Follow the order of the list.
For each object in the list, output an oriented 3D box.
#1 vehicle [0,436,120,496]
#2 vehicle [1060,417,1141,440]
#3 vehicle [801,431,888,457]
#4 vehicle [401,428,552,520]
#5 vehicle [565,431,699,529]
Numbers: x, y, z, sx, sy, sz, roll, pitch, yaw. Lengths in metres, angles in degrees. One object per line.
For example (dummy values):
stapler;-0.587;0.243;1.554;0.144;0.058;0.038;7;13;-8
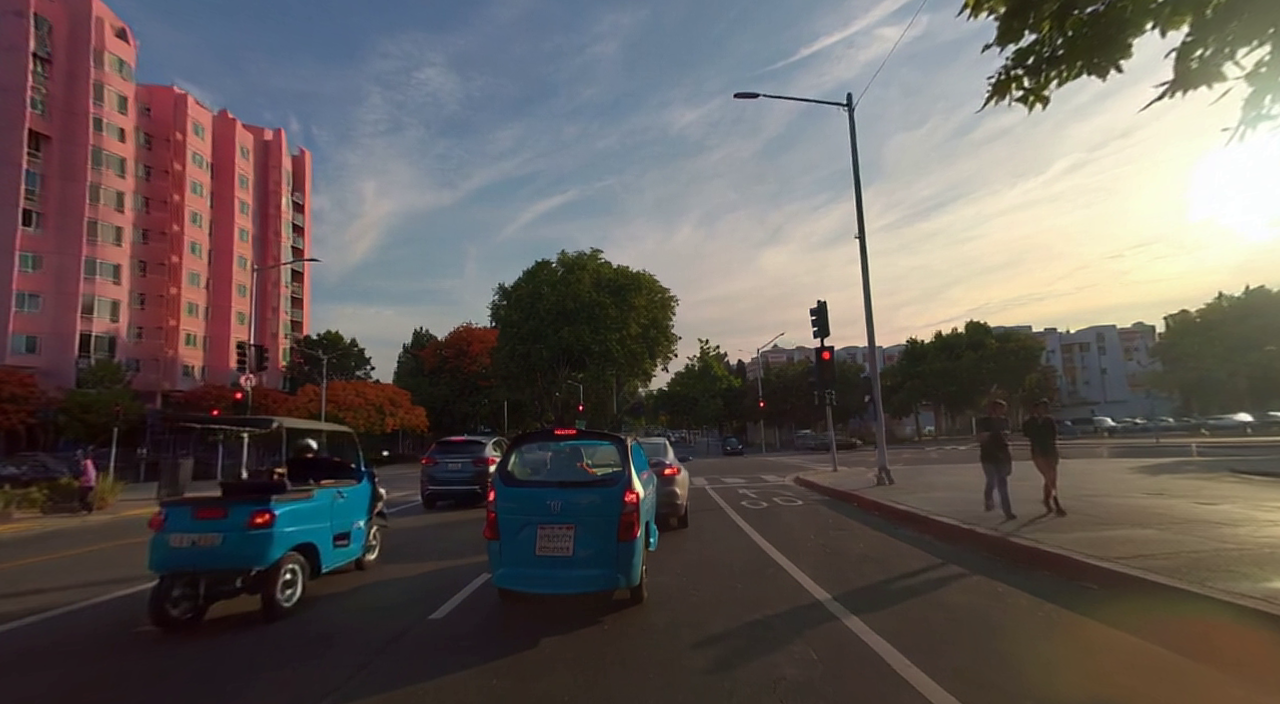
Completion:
vehicle;-28.946;5.539;30.367;5.890;2.393;2.346;-5;-7;1
vehicle;30.785;5.153;42.199;1.751;1.420;4.027;8;-12;-42
vehicle;12.395;5.640;38.406;1.862;1.456;4.661;8;-12;-44
vehicle;-3.224;2.502;13.385;1.935;1.615;4.073;-1;-9;3
vehicle;-0.089;2.253;11.629;2.025;1.458;4.085;-1;-9;1
